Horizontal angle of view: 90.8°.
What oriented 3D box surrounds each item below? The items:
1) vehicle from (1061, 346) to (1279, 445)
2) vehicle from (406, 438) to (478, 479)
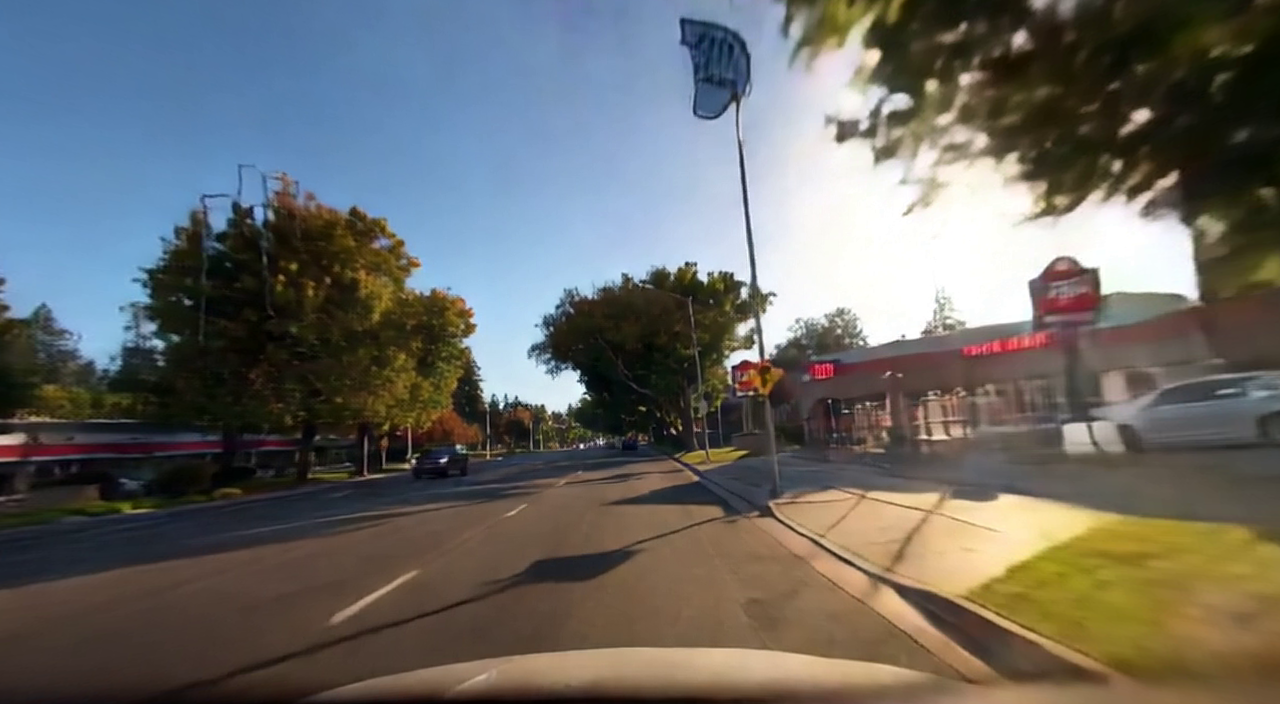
[{"bbox_3d":[12.635,1.097,14.107,1.939,1.753,4.974,3,-11,-23],"label":"vehicle"},{"bbox_3d":[-9.296,5.003,30.073,2.050,1.721,4.369,0,-7,-1],"label":"vehicle"}]
